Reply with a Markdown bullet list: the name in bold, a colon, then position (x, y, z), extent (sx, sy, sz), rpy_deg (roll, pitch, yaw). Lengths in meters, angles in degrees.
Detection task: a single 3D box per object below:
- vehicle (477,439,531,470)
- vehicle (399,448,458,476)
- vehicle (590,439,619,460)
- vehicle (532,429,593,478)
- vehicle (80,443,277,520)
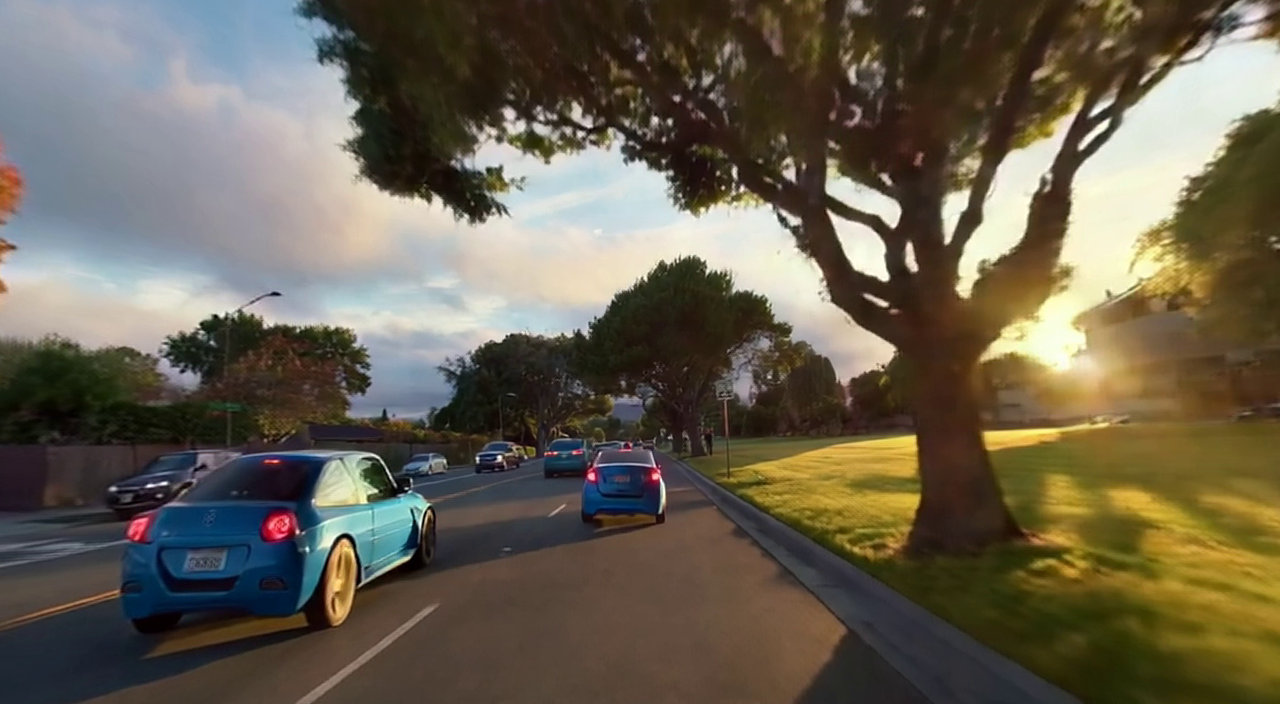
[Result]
- **vehicle**: position (-8.442, 6.382, 39.444), extent (2.060, 1.785, 5.303), rpy_deg (0, -8, 1)
- **vehicle**: position (-12.197, 6.349, 36.498), extent (1.887, 1.469, 4.691), rpy_deg (0, -9, -1)
- **vehicle**: position (-2.726, 7.570, 48.815), extent (2.007, 1.615, 3.758), rpy_deg (0, -8, 1)
- **vehicle**: position (-3.078, 4.134, 25.703), extent (1.908, 1.809, 4.230), rpy_deg (0, -8, 1)
- **vehicle**: position (-12.368, 3.434, 17.318), extent (1.928, 1.800, 4.632), rpy_deg (0, -8, -1)
